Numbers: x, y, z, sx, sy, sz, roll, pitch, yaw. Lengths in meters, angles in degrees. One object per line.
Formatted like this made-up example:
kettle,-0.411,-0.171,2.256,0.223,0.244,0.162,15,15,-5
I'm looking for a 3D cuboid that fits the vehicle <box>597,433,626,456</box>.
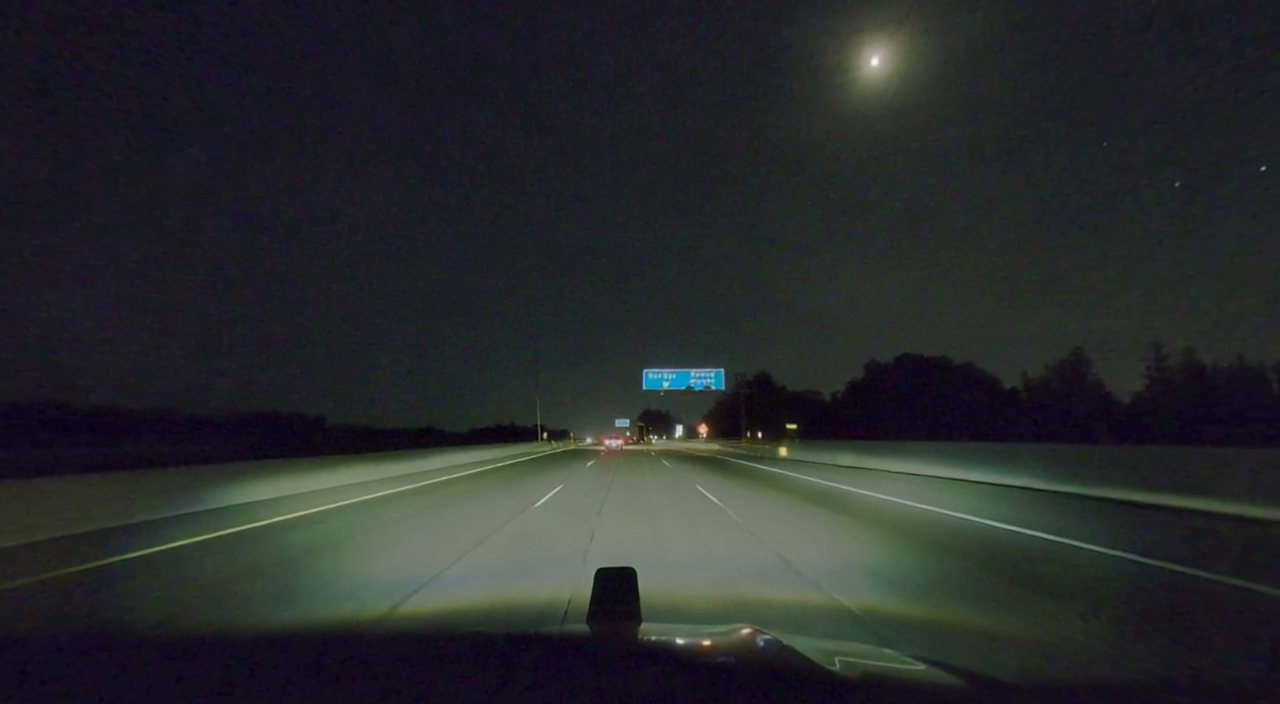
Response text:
vehicle,-2.040,6.683,45.660,1.993,1.519,4.046,0,-8,-2
